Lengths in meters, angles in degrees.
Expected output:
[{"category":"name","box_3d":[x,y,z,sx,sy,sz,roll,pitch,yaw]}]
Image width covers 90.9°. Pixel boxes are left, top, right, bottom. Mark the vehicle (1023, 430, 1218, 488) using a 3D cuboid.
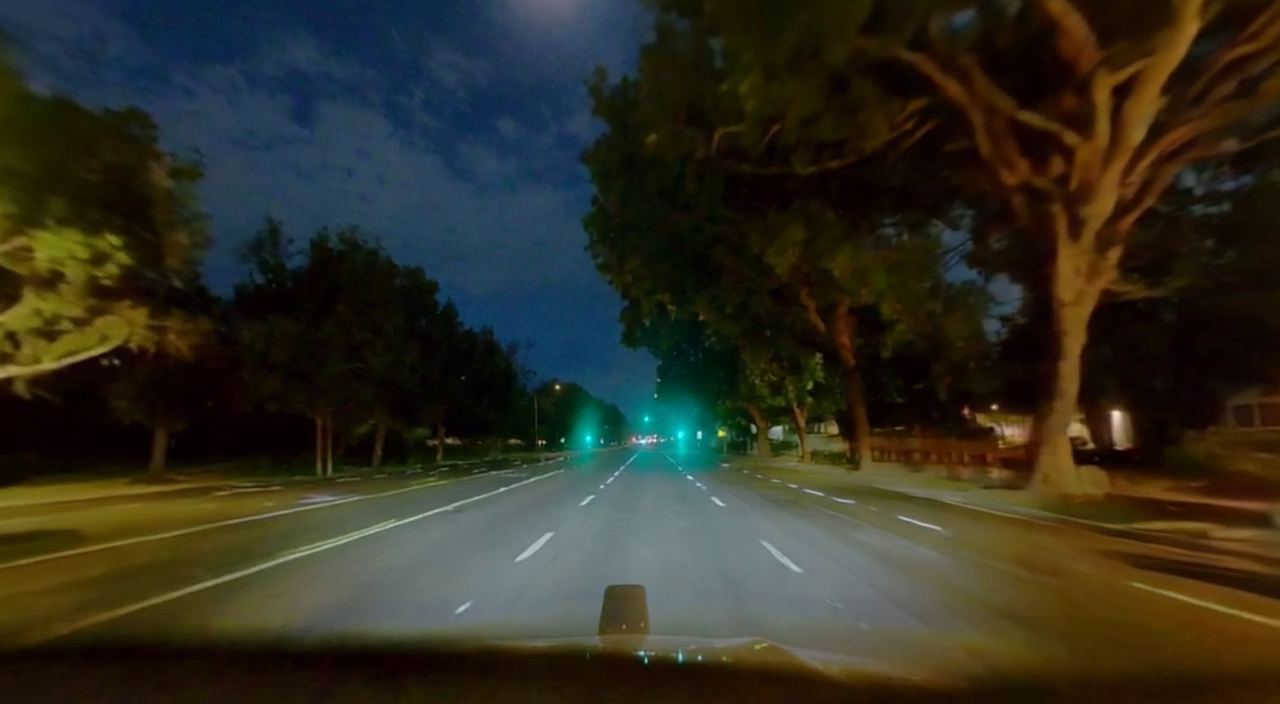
[{"category":"vehicle","box_3d":[14.891,3.333,19.723,4.511,1.661,1.934,1,-8,-2]}]
